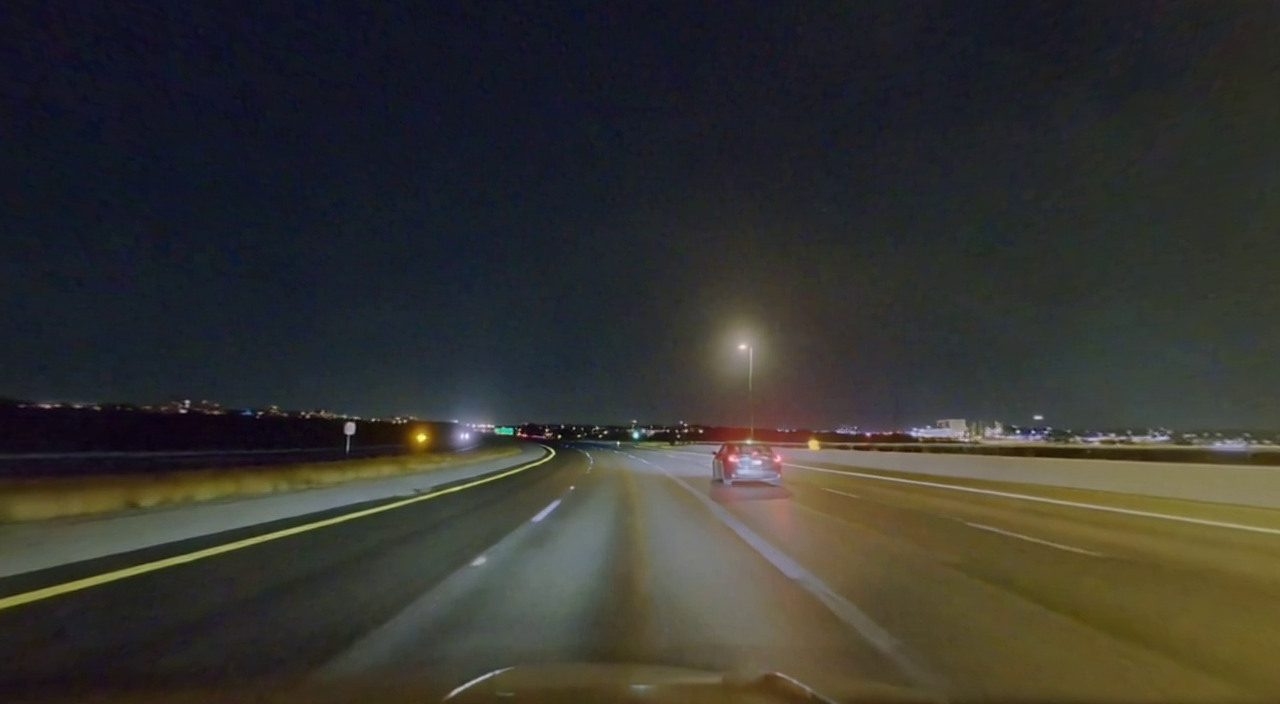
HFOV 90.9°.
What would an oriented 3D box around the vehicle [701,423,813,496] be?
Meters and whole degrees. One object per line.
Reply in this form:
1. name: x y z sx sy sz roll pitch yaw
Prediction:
1. vehicle: 2.962 2.844 17.002 2.059 1.715 4.192 0 -8 -2
